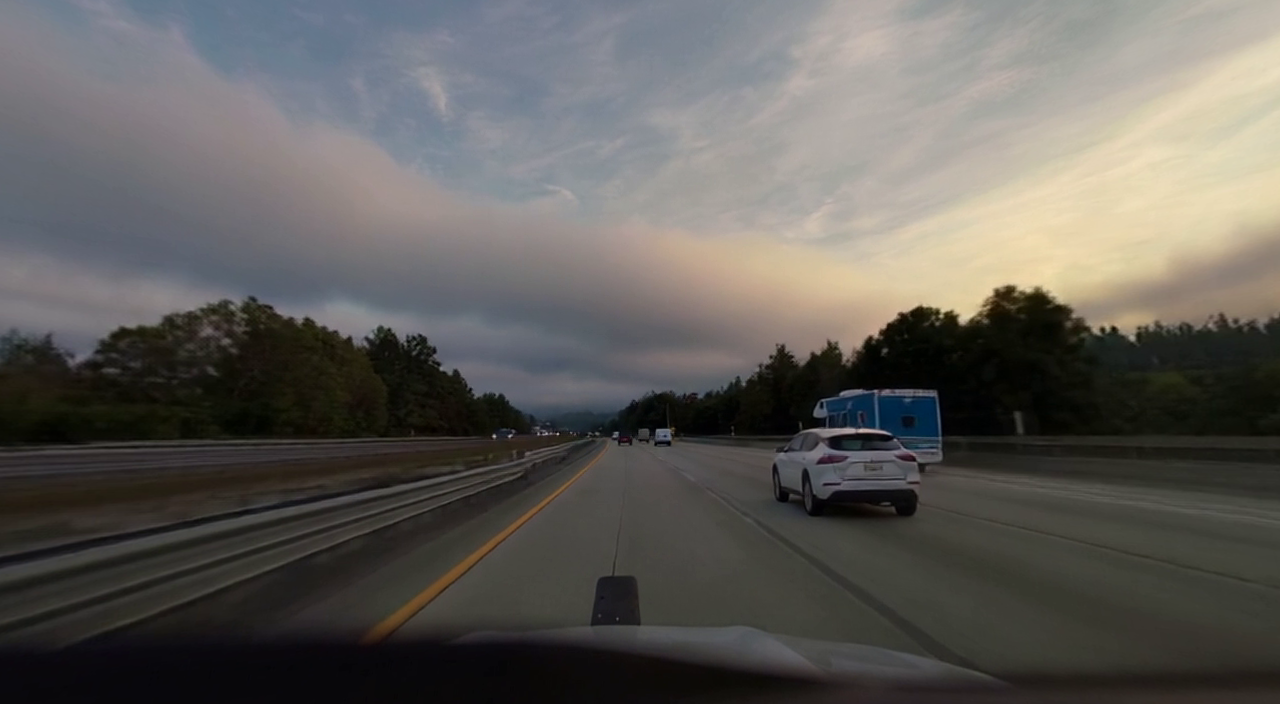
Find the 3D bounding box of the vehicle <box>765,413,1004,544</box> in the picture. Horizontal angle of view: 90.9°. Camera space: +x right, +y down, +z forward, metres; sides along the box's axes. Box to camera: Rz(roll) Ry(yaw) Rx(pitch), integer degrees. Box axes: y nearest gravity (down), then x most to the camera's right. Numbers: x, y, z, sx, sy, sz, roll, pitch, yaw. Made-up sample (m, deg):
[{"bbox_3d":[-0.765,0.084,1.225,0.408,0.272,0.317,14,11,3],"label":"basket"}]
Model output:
[{"bbox_3d":[3.341,1.781,9.586,2.002,1.569,3.845,0,-8,-1],"label":"vehicle"}]
